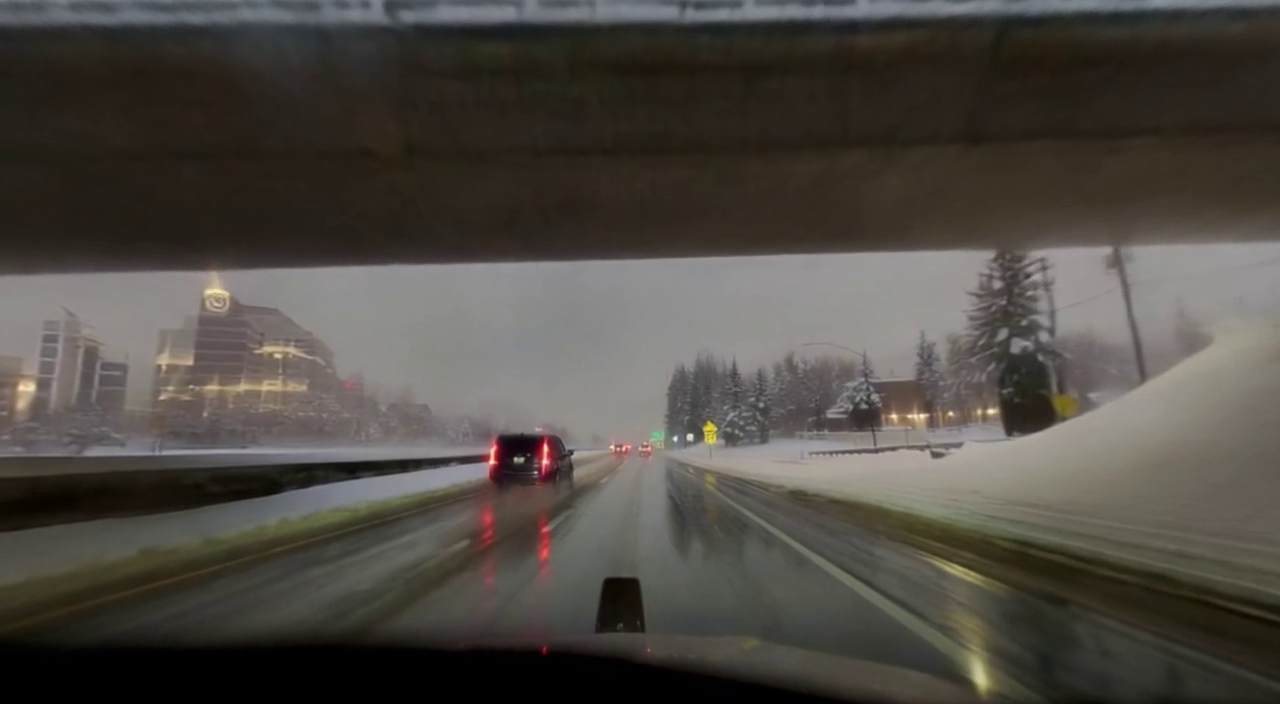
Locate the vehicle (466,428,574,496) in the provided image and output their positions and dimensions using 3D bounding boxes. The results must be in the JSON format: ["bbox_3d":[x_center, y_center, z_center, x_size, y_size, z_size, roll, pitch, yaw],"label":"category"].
[{"bbox_3d":[-3.338,3.212,18.641,2.203,1.734,4.600,0,-9,1],"label":"vehicle"}]
